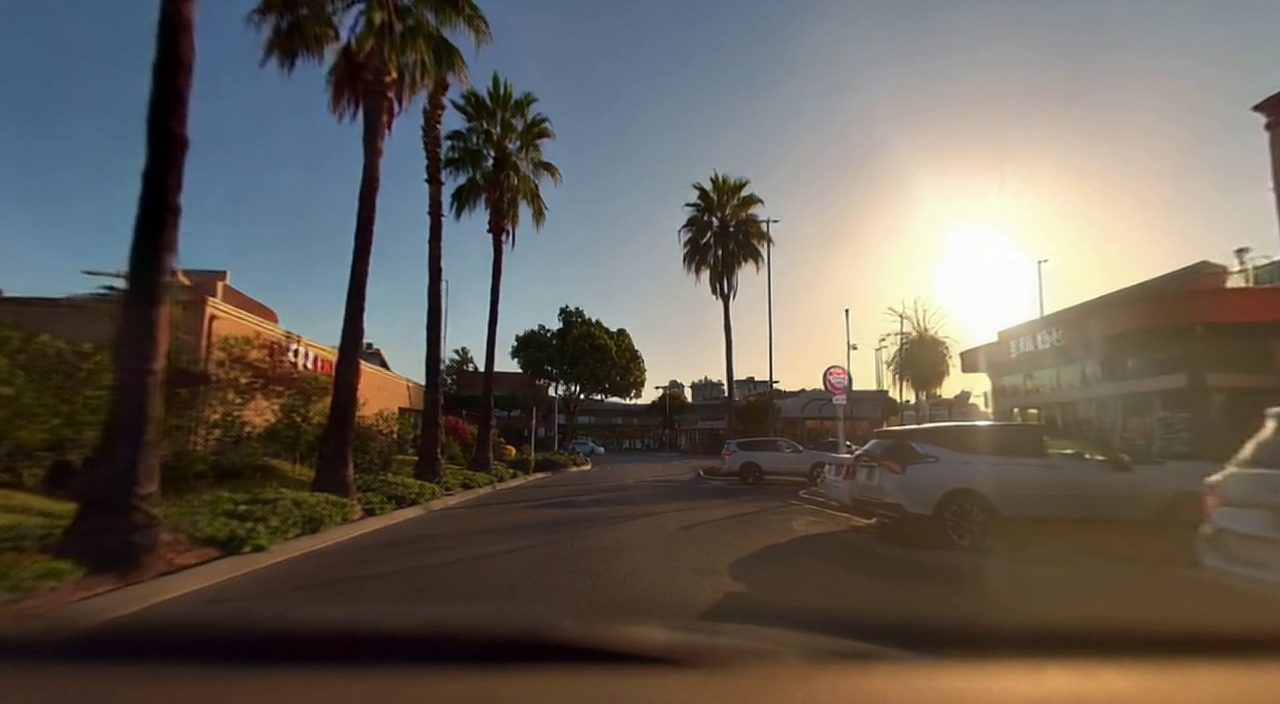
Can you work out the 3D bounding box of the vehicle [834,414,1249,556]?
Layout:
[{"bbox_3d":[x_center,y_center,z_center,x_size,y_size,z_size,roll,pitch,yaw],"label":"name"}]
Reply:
[{"bbox_3d":[5.559,1.872,9.250,4.743,1.800,1.952,1,-9,-3],"label":"vehicle"}]

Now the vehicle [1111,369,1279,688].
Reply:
[{"bbox_3d":[5.735,1.089,3.776,4.237,1.771,1.995,2,-10,-2],"label":"vehicle"}]
